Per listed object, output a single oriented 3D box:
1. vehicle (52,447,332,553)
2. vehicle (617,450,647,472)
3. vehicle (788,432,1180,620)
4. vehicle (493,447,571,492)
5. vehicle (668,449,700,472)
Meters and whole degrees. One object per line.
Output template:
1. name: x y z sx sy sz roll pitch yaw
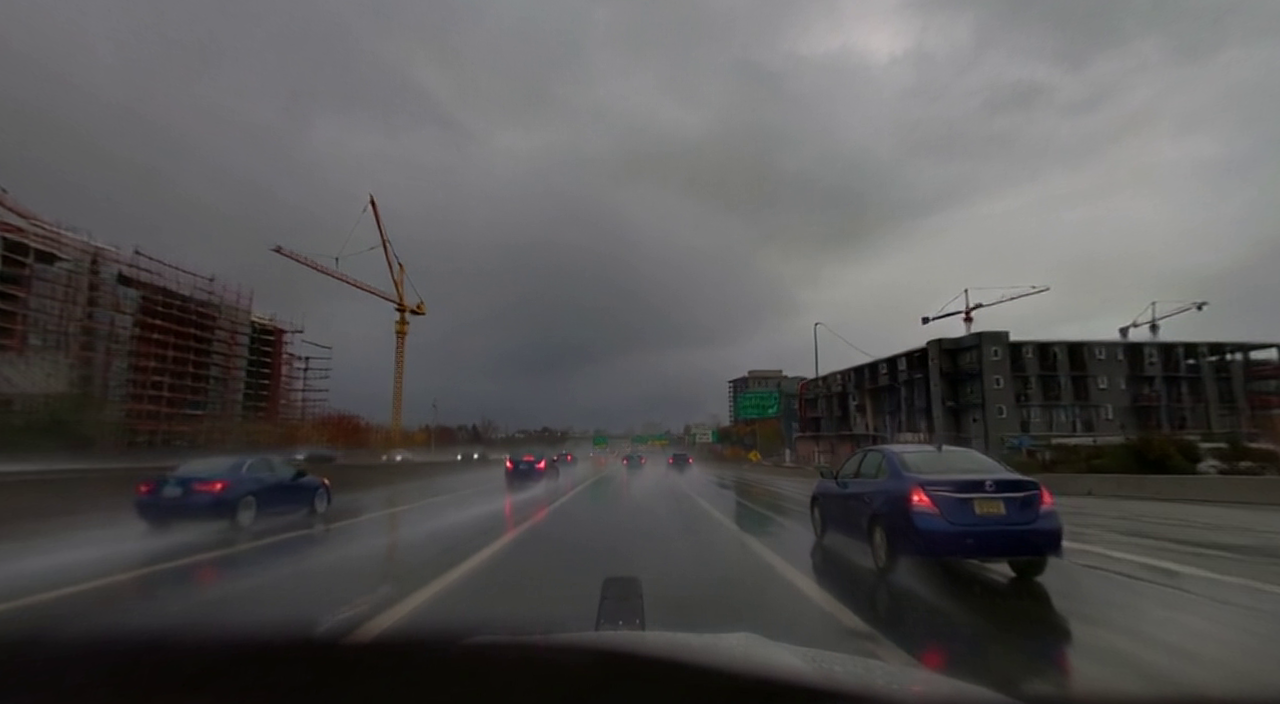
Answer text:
1. vehicle: -7.606 2.494 11.413 1.951 1.528 4.209 0 -9 0
2. vehicle: -0.586 7.776 45.118 2.019 1.472 3.971 0 -9 -1
3. vehicle: 3.328 1.749 7.416 1.995 1.486 4.463 0 -9 -1
4. vehicle: -3.984 4.402 24.079 2.136 1.512 4.488 0 -9 1
5. vehicle: 3.263 8.181 47.855 1.978 1.602 4.092 0 -9 -2
